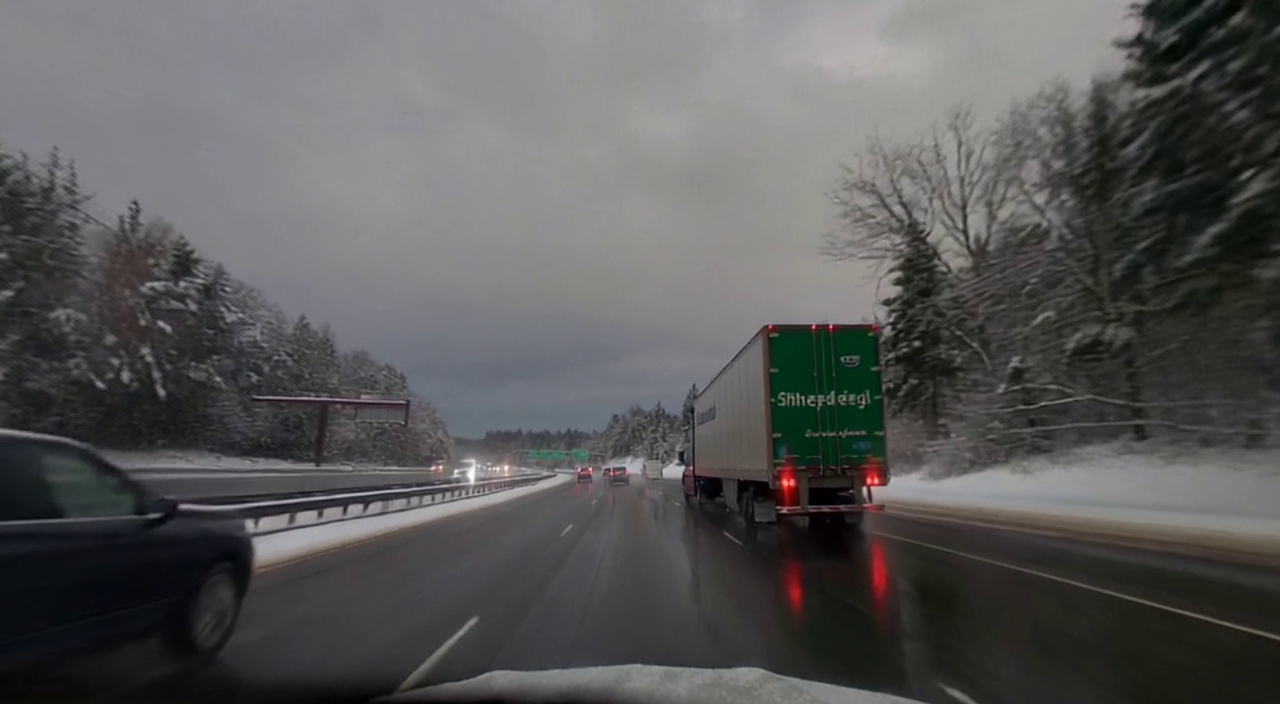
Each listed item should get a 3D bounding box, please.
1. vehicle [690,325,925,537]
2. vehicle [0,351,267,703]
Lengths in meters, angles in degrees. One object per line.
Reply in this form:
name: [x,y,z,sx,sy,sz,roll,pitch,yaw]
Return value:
vehicle: [3.937,2.861,19.803,2.992,4.300,13.967,1,-11,-2]
vehicle: [-3.719,0.791,2.102,2.070,1.775,4.646,1,-11,-1]
